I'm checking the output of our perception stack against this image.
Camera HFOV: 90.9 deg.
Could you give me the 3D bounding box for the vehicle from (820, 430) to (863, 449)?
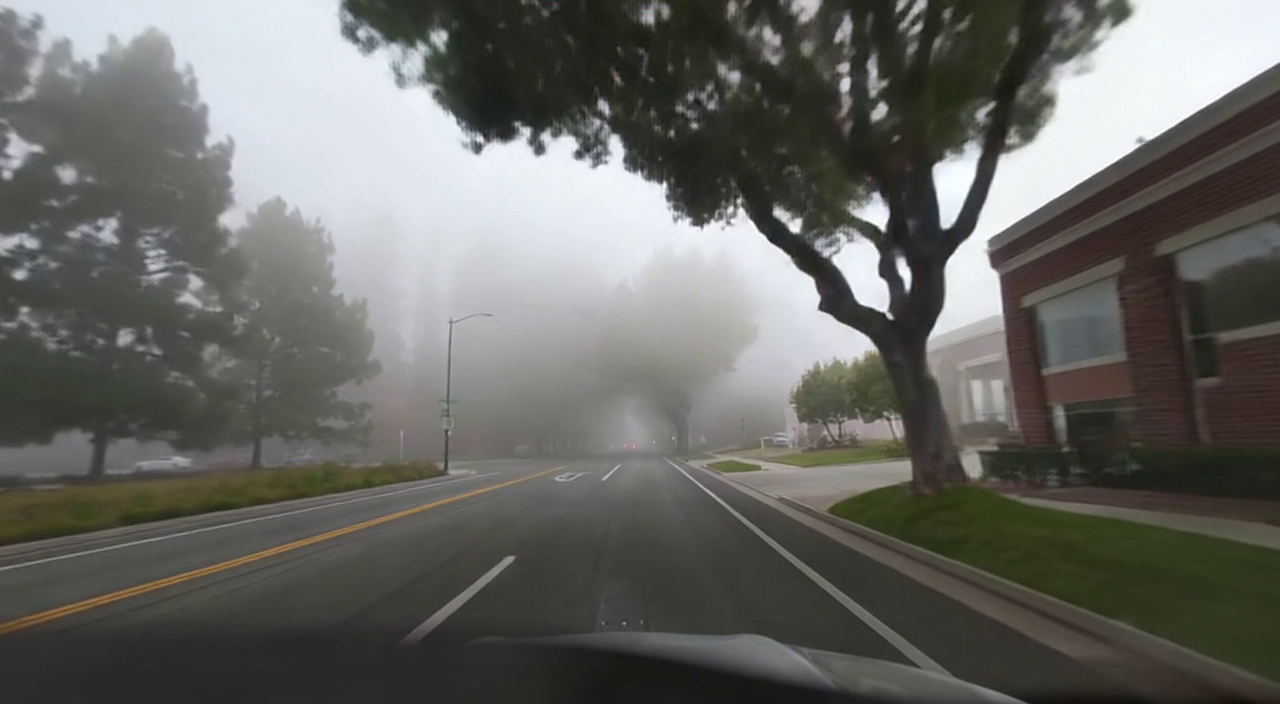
[{"bbox_3d":[15.472,6.777,48.641,1.866,1.420,4.447,0,-9,-1],"label":"vehicle"}]
